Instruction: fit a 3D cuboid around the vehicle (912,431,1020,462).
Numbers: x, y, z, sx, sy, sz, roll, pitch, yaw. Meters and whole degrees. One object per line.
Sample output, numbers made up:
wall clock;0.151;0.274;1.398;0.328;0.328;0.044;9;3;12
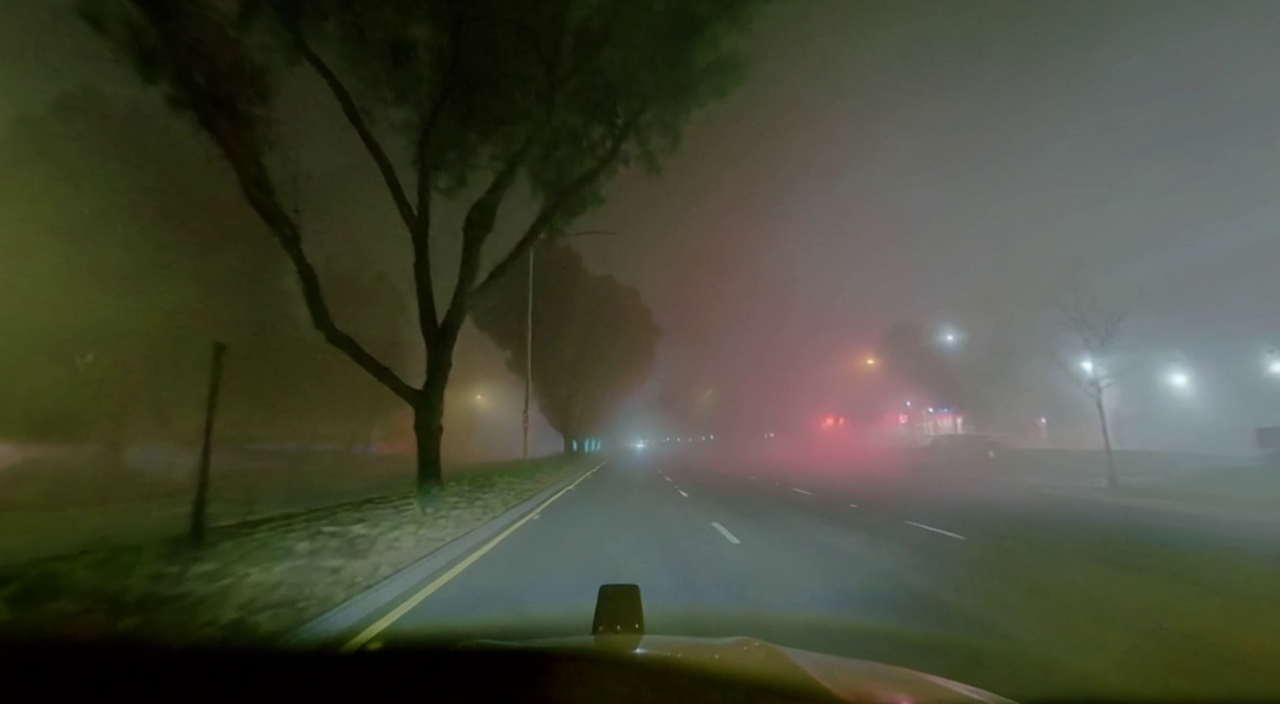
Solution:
vehicle;16.921;4.921;32.934;4.505;1.498;2.068;0;-8;-3
